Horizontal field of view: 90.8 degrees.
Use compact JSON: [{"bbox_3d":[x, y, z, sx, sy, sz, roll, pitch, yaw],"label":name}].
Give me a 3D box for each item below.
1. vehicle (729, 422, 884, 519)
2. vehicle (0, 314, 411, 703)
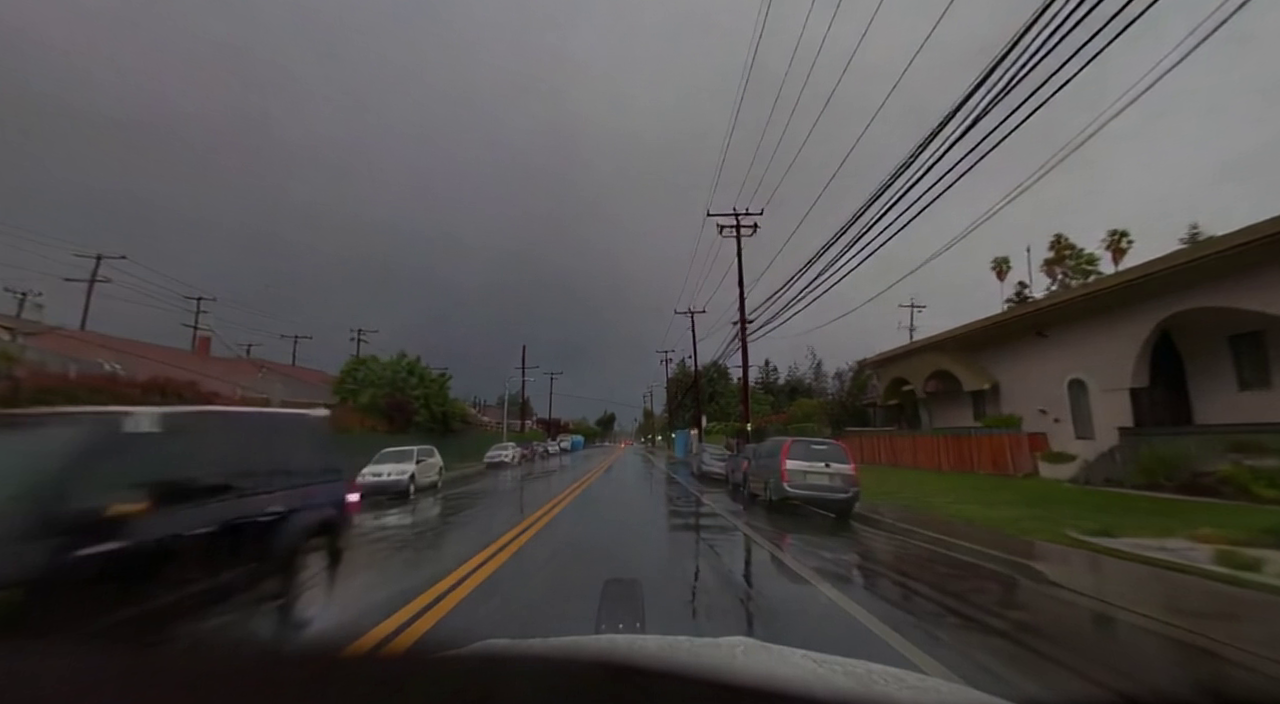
[{"bbox_3d":[3.393,2.538,14.034,2.031,1.762,4.749,0,-8,-1],"label":"vehicle"},{"bbox_3d":[-3.469,1.042,4.005,2.210,1.838,4.854,0,-8,0],"label":"vehicle"}]
